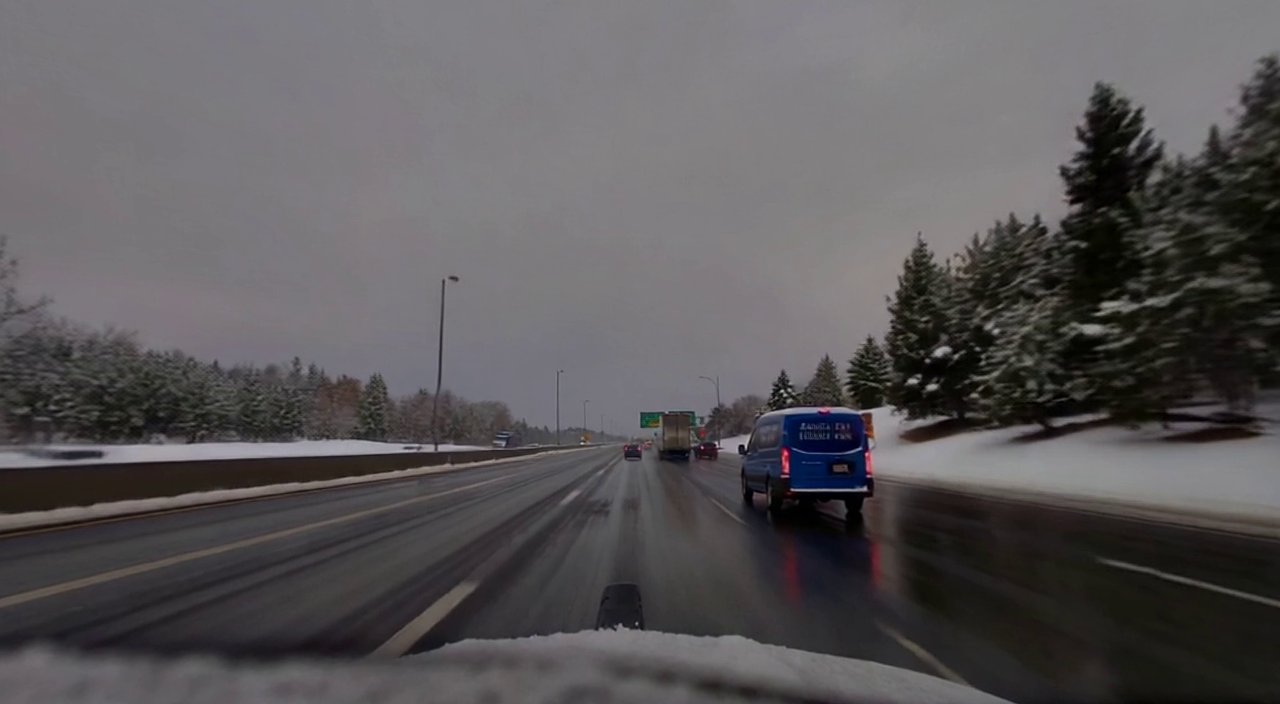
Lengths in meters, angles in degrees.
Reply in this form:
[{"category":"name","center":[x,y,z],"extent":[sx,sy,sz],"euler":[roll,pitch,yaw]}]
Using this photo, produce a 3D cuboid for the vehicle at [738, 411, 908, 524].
[{"category":"vehicle","center":[3.554,2.365,13.422],"extent":[2.035,1.931,4.841],"euler":[0,-9,-2]}]
